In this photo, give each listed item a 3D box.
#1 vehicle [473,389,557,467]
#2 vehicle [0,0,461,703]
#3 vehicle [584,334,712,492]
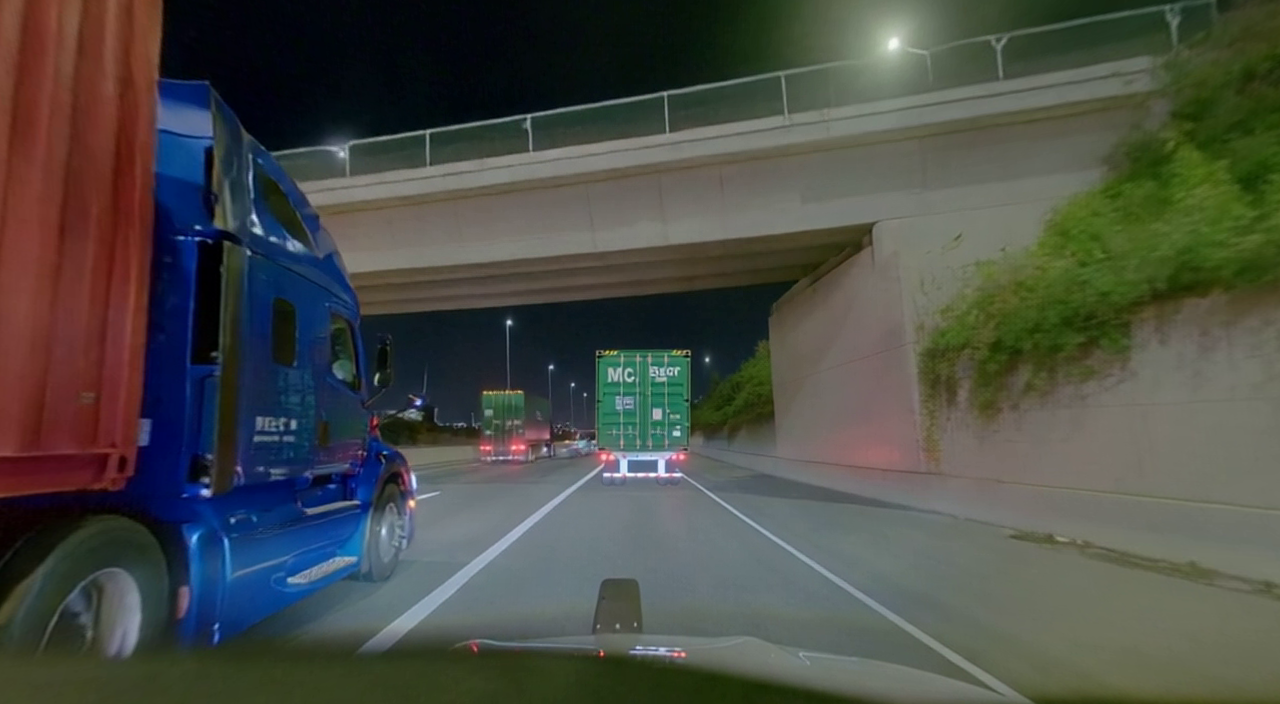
[{"bbox_3d":[-7.418,4.912,39.680,3.023,4.139,11.860,0,-9,-1],"label":"vehicle"},{"bbox_3d":[-3.508,-0.149,3.210,3.187,3.949,6.963,0,-9,-1],"label":"vehicle"},{"bbox_3d":[0.066,2.140,20.627,3.357,4.212,7.519,0,-9,-2],"label":"vehicle"}]
